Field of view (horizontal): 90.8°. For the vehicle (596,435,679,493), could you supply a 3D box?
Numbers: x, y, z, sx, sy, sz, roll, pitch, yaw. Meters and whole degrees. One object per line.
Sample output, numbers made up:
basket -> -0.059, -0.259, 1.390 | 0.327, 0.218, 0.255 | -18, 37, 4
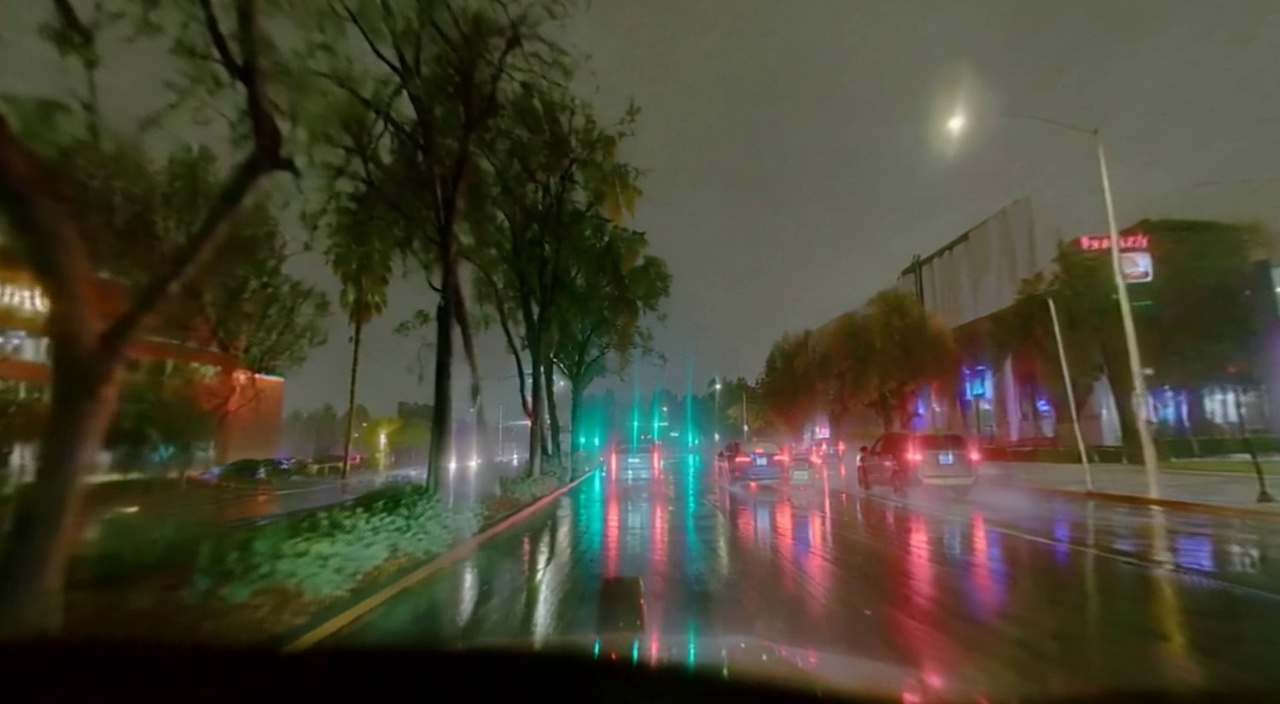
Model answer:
vehicle -> -0.120, 3.170, 18.195 | 2.101, 1.444, 4.248 | 0, -9, -2

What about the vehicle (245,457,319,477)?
vehicle -> -28.208, 9.070, 49.875 | 4.693, 1.499, 1.838 | -1, -9, 1

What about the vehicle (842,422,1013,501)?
vehicle -> 7.139, 2.781, 16.403 | 2.052, 1.708, 4.842 | 0, -9, -1

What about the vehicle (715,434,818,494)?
vehicle -> 3.446, 3.149, 18.133 | 1.993, 1.477, 4.240 | 0, -9, -1
